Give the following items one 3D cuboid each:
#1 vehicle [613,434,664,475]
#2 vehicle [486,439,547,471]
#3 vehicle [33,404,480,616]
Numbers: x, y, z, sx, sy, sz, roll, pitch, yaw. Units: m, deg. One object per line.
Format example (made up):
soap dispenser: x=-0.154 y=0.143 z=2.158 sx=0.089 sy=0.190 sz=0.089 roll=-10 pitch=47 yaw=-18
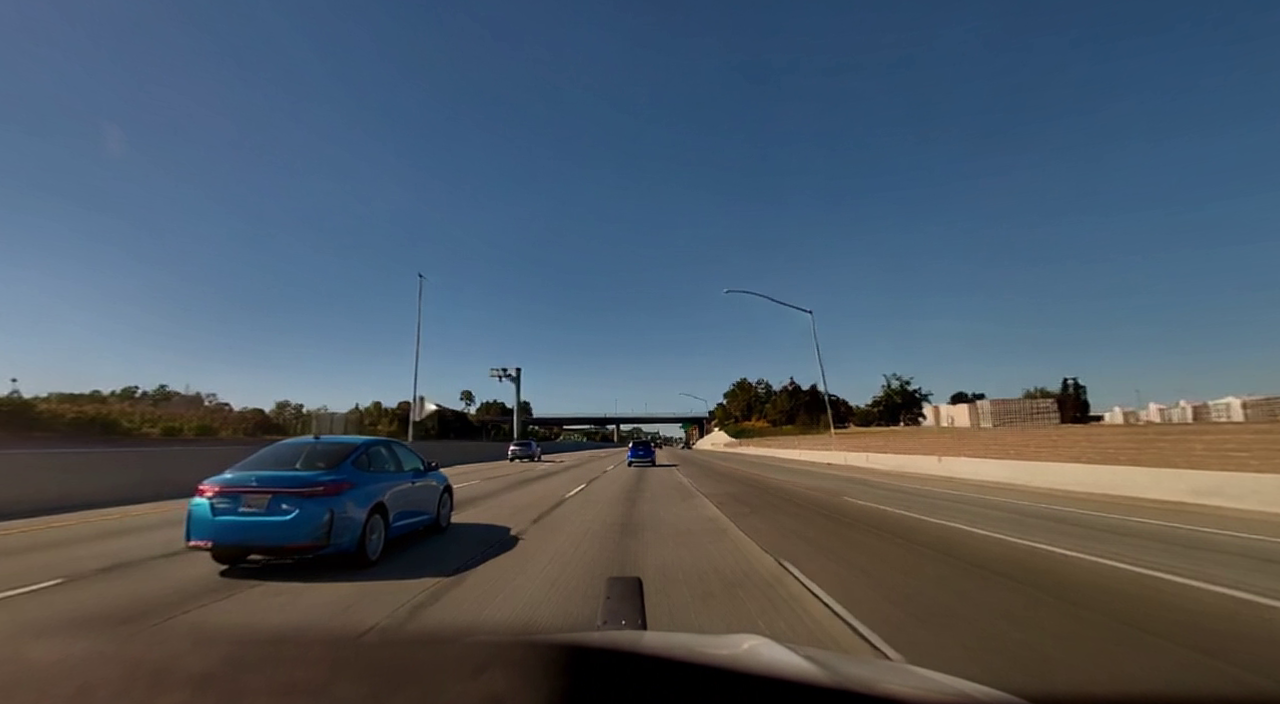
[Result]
vehicle: x=-0.027 y=4.650 z=28.580 sx=2.155 sy=1.690 sz=4.318 roll=0 pitch=-9 yaw=1
vehicle: x=-6.205 y=5.225 z=32.085 sx=1.994 sy=1.519 sz=4.668 roll=0 pitch=-9 yaw=2
vehicle: x=-3.543 y=1.552 z=7.150 sx=2.124 sy=1.607 sz=4.531 roll=0 pitch=-9 yaw=1
